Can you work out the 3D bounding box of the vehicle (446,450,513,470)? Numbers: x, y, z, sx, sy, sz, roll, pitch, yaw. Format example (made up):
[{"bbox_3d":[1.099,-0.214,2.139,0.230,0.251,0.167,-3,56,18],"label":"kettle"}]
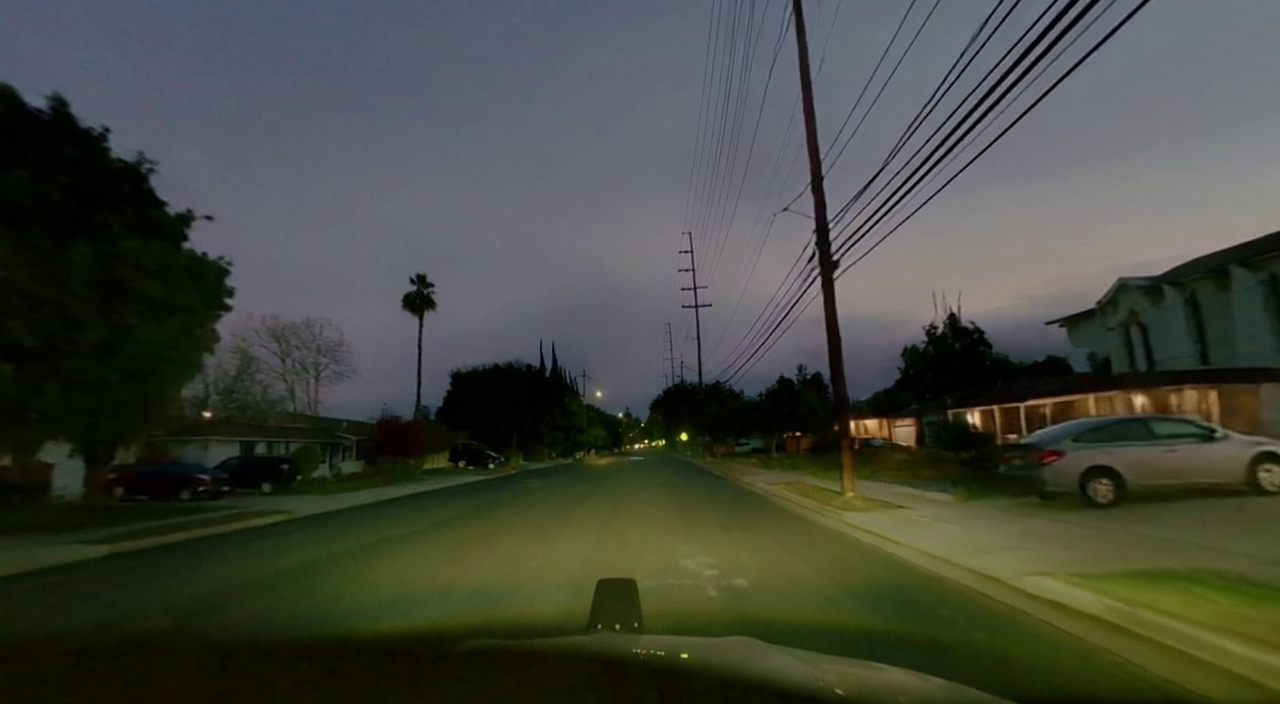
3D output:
[{"bbox_3d":[-12.570,8.466,49.547,4.718,1.454,1.843,-1,-8,6],"label":"vehicle"}]

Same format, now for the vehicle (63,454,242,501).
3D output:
[{"bbox_3d":[-16.694,4.297,21.827,4.519,1.508,2.018,0,-8,2],"label":"vehicle"}]

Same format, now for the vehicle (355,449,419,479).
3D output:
[{"bbox_3d":[-15.184,6.698,38.158,1.816,1.614,4.866,0,-8,1],"label":"vehicle"}]

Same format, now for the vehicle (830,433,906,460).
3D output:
[{"bbox_3d":[14.570,6.046,40.547,4.078,1.516,1.798,-3,-8,2],"label":"vehicle"}]

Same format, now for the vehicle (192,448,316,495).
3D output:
[{"bbox_3d":[-15.489,4.792,25.404,4.265,1.583,1.913,-6,-8,18],"label":"vehicle"}]

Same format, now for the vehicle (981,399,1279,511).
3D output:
[{"bbox_3d":[9.235,1.818,11.355,4.952,1.775,2.089,0,-8,-1],"label":"vehicle"}]
